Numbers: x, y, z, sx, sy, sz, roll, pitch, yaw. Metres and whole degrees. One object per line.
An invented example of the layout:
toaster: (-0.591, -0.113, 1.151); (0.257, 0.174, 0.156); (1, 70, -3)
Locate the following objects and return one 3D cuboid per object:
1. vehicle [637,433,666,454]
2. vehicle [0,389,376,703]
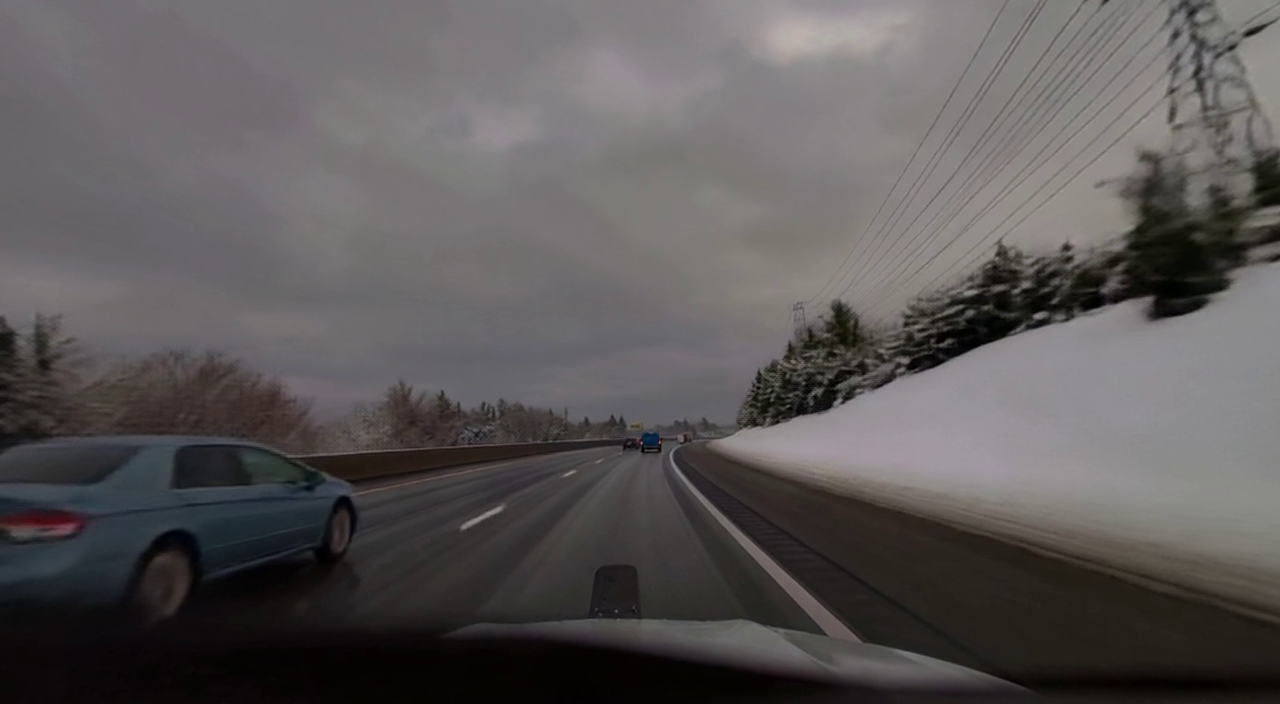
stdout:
vehicle: (0.942, 6.931, 47.683); (2.077, 1.523, 4.206); (0, -8, 3)
vehicle: (-3.800, 1.162, 4.455); (2.030, 1.522, 4.250); (0, -8, -1)
